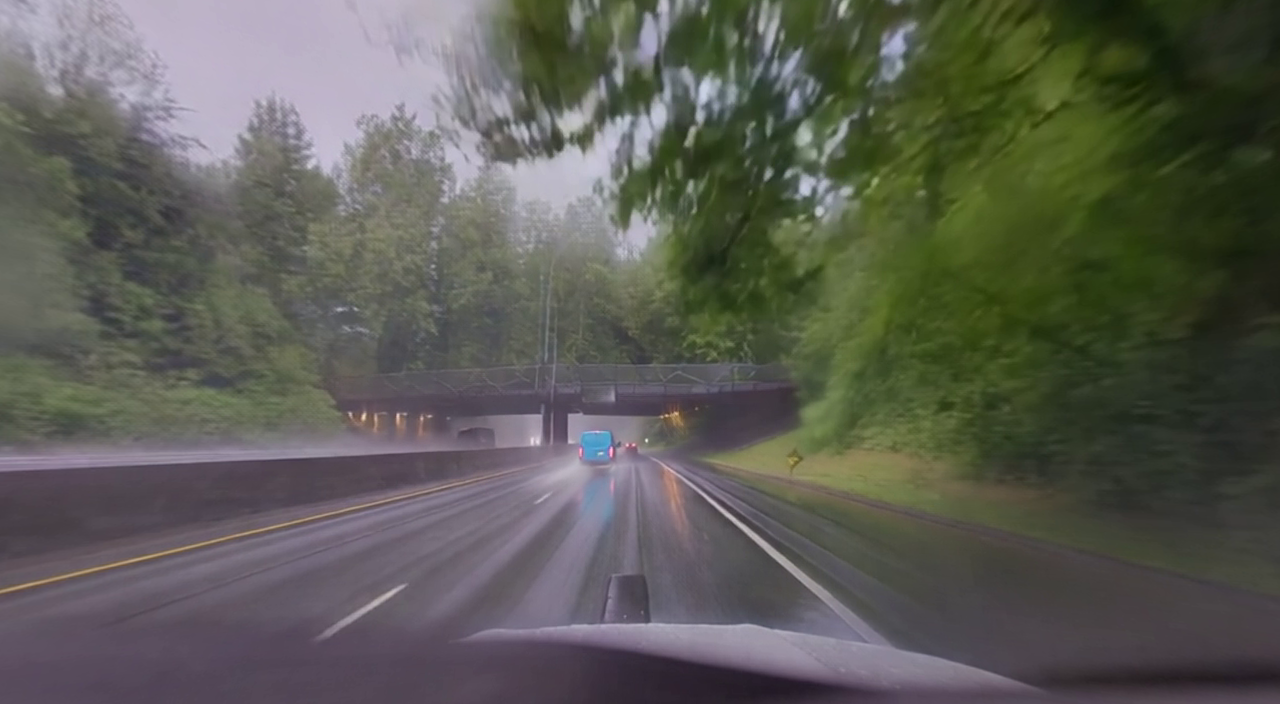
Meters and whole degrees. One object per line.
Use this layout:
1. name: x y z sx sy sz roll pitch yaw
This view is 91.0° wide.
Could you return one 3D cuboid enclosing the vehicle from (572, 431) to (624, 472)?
1. vehicle: -2.046 5.101 32.459 2.372 1.891 5.061 0 -8 -1
